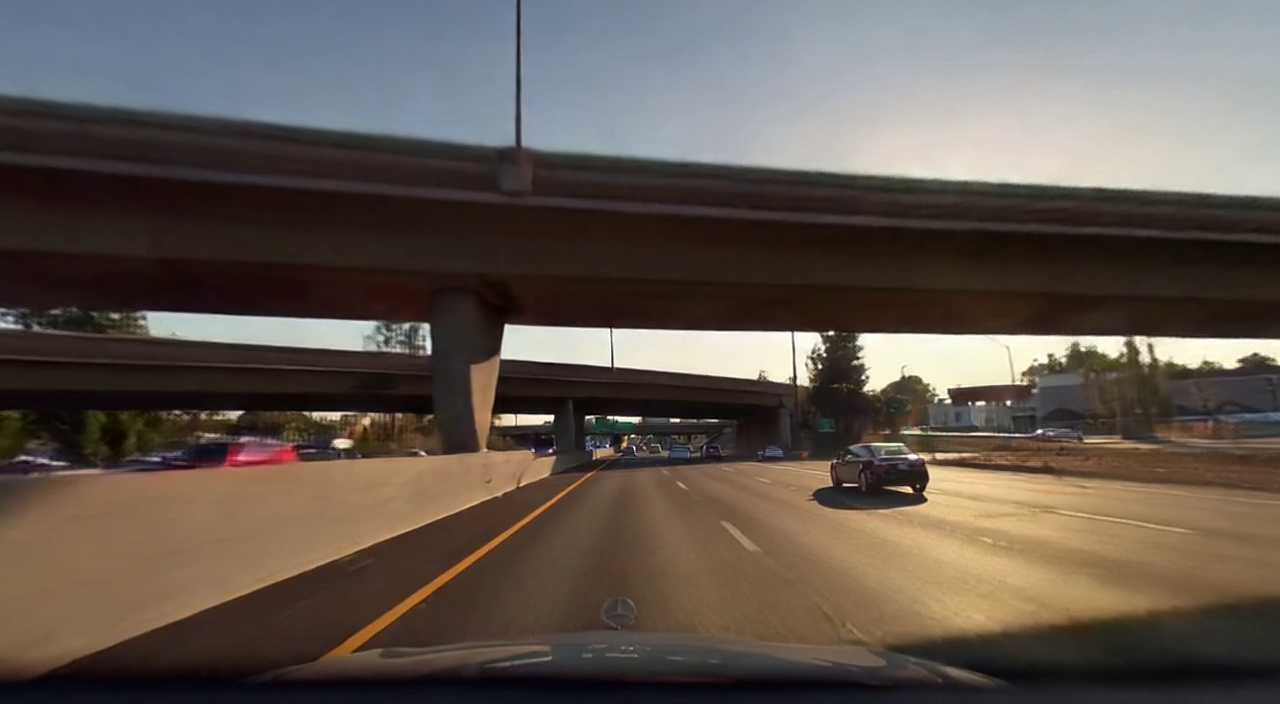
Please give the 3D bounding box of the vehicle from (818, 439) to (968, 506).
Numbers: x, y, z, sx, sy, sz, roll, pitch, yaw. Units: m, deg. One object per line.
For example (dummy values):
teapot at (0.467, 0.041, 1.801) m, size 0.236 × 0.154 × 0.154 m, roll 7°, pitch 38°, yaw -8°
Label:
vehicle at (6.355, 3.046, 16.561) m, size 1.952 × 1.489 × 4.483 m, roll 0°, pitch -8°, yaw -2°

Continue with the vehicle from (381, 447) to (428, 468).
vehicle at (-17.171, 7.692, 46.257) m, size 1.776 × 1.473 × 4.494 m, roll 0°, pitch -9°, yaw -1°

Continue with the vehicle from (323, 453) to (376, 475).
vehicle at (-21.262, 8.167, 46.430) m, size 1.850 × 1.456 × 4.403 m, roll 0°, pitch -8°, yaw -1°

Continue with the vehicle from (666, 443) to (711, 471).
vehicle at (2.670, 5.903, 35.778) m, size 1.993 × 1.507 × 4.594 m, roll 0°, pitch -8°, yaw -2°

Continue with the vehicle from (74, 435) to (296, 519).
vehicle at (-10.177, 2.784, 14.654) m, size 1.974 × 1.641 × 4.245 m, roll 0°, pitch -8°, yaw 0°

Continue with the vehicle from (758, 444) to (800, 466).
vehicle at (9.521, 7.096, 43.648) m, size 1.838 × 1.440 × 4.121 m, roll 0°, pitch -8°, yaw -1°
